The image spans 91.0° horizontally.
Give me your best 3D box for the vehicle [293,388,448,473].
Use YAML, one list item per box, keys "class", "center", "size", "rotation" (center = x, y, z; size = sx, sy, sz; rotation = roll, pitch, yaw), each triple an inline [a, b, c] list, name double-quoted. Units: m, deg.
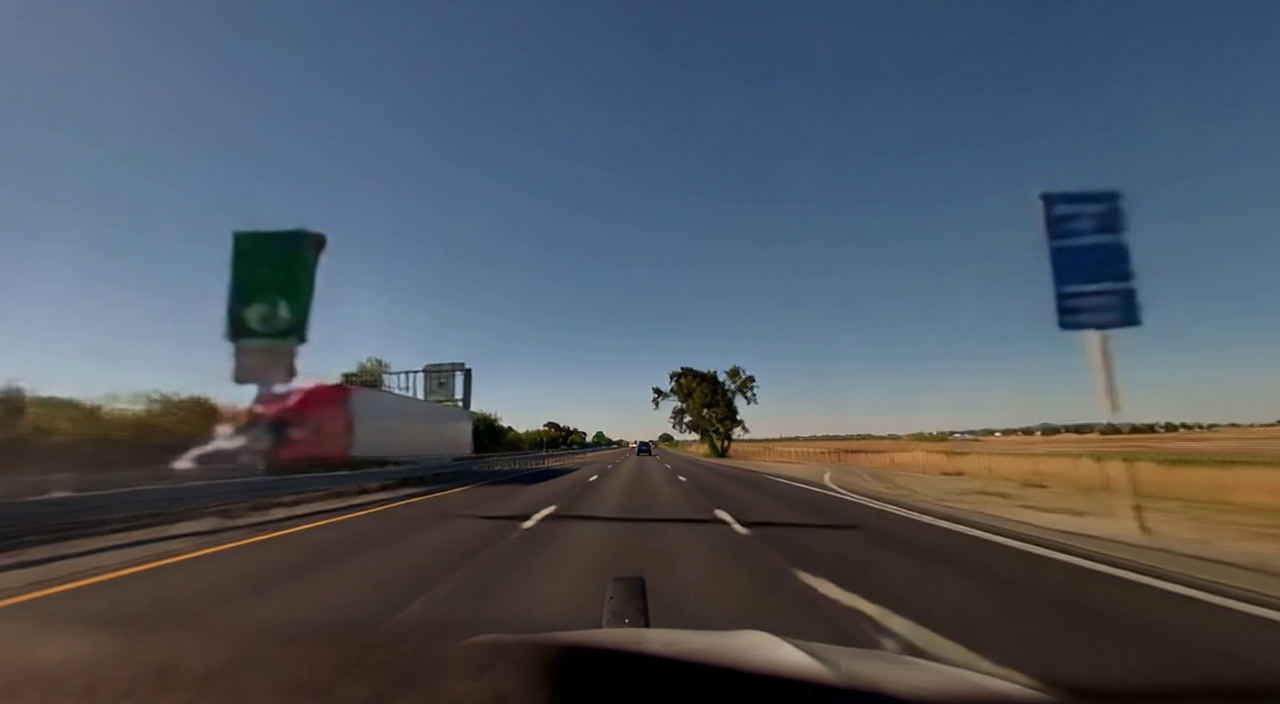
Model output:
- class: "vehicle"
  center: [-15.072, 4.784, 37.283]
  size: [2.972, 4.061, 14.035]
  rotation: [0, -8, 0]
